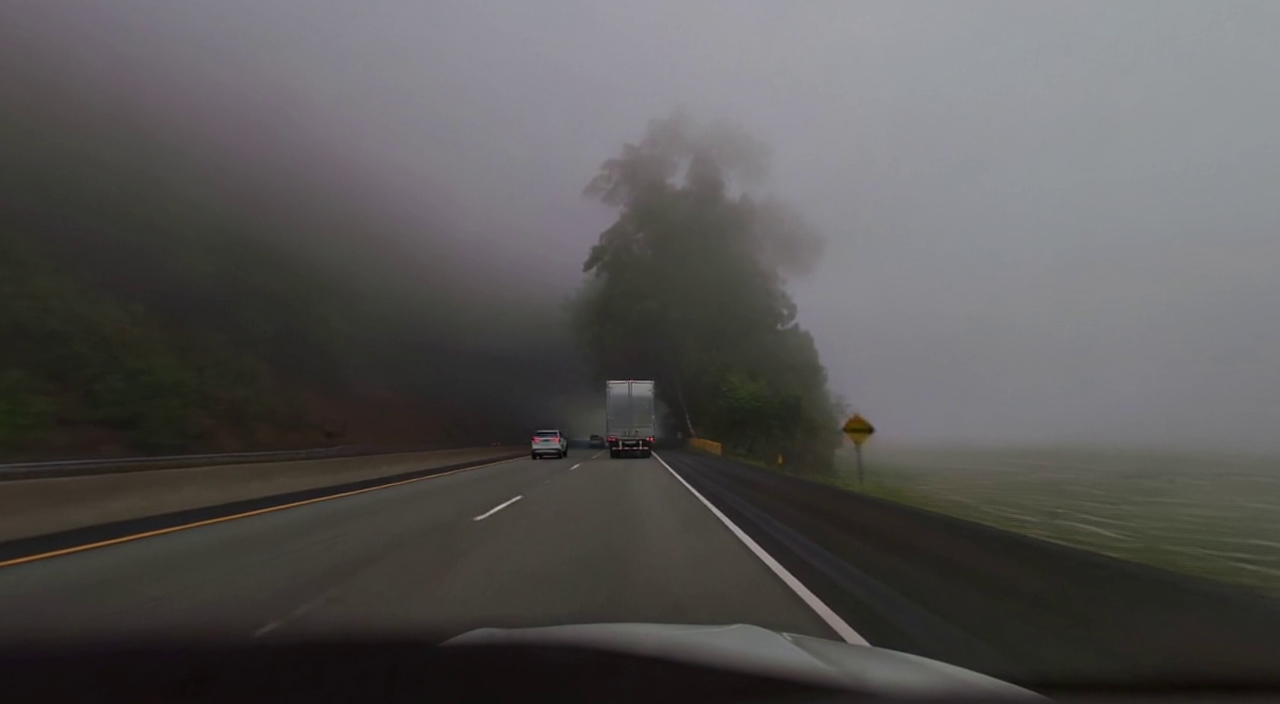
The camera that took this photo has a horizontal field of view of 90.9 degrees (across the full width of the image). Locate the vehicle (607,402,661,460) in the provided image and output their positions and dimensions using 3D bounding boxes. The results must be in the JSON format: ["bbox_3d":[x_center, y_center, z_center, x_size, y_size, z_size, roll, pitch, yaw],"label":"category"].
[{"bbox_3d":[-0.269,3.482,27.730,2.319,2.461,1.270,0,-8,-1],"label":"vehicle"}]

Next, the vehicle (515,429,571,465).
[{"bbox_3d":[-4.901,4.878,32.504,2.138,1.697,4.587,0,-8,1],"label":"vehicle"}]
